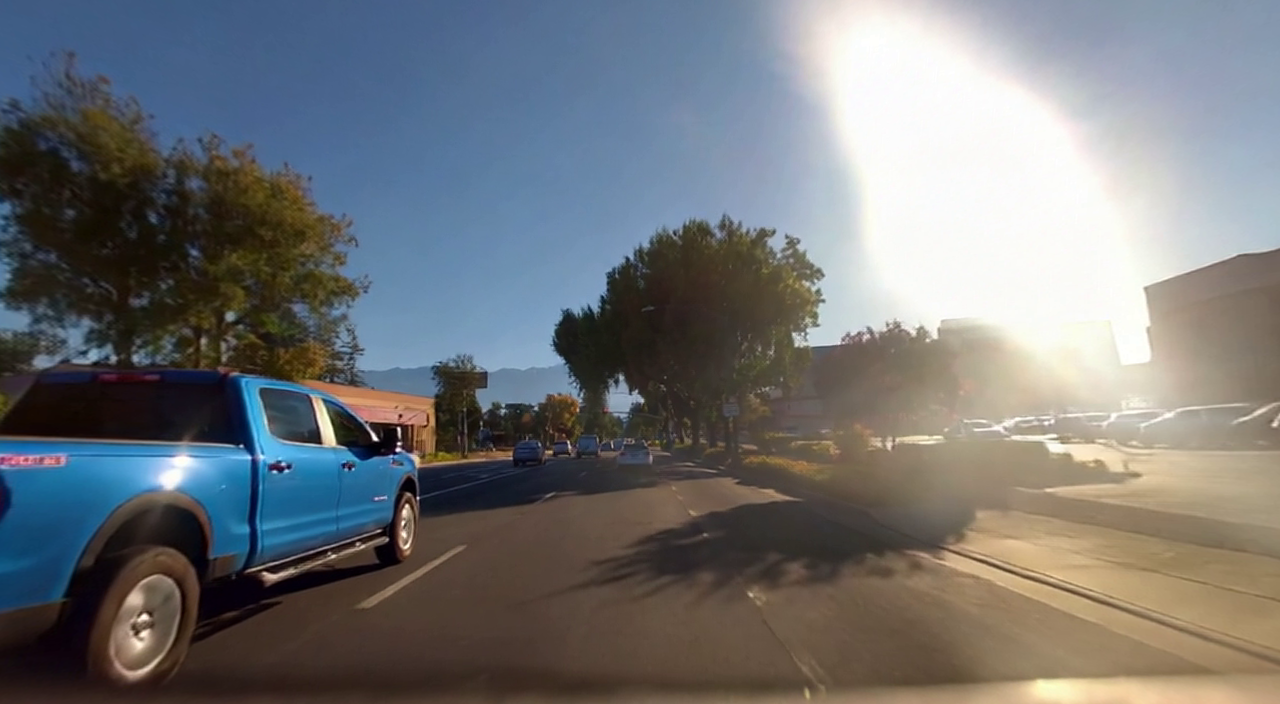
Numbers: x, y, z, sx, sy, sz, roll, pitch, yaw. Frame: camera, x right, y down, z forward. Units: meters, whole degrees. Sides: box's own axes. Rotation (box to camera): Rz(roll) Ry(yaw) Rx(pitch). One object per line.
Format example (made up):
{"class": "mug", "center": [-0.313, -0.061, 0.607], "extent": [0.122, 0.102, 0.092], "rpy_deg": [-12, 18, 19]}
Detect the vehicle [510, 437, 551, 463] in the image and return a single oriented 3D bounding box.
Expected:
{"class": "vehicle", "center": [-8.117, 7.312, 47.061], "extent": [2.146, 1.788, 5.153], "rpy_deg": [0, -8, 1]}

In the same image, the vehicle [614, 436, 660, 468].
{"class": "vehicle", "center": [-0.141, 5.082, 32.127], "extent": [2.191, 1.530, 4.470], "rpy_deg": [0, -8, 0]}

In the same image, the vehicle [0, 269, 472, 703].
{"class": "vehicle", "center": [-3.653, 1.081, 4.883], "extent": [2.552, 2.079, 6.810], "rpy_deg": [0, -8, 3]}

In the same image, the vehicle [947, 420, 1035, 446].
{"class": "vehicle", "center": [22.732, 5.306, 40.778], "extent": [4.767, 1.443, 1.978], "rpy_deg": [-7, -11, 28]}

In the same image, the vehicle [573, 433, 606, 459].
{"class": "vehicle", "center": [-3.952, 7.478, 49.960], "extent": [2.243, 1.976, 4.514], "rpy_deg": [0, -8, 1]}

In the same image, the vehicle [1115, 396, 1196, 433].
{"class": "vehicle", "center": [34.672, 4.277, 42.177], "extent": [5.297, 2.323, 2.378], "rpy_deg": [4, -9, -31]}
